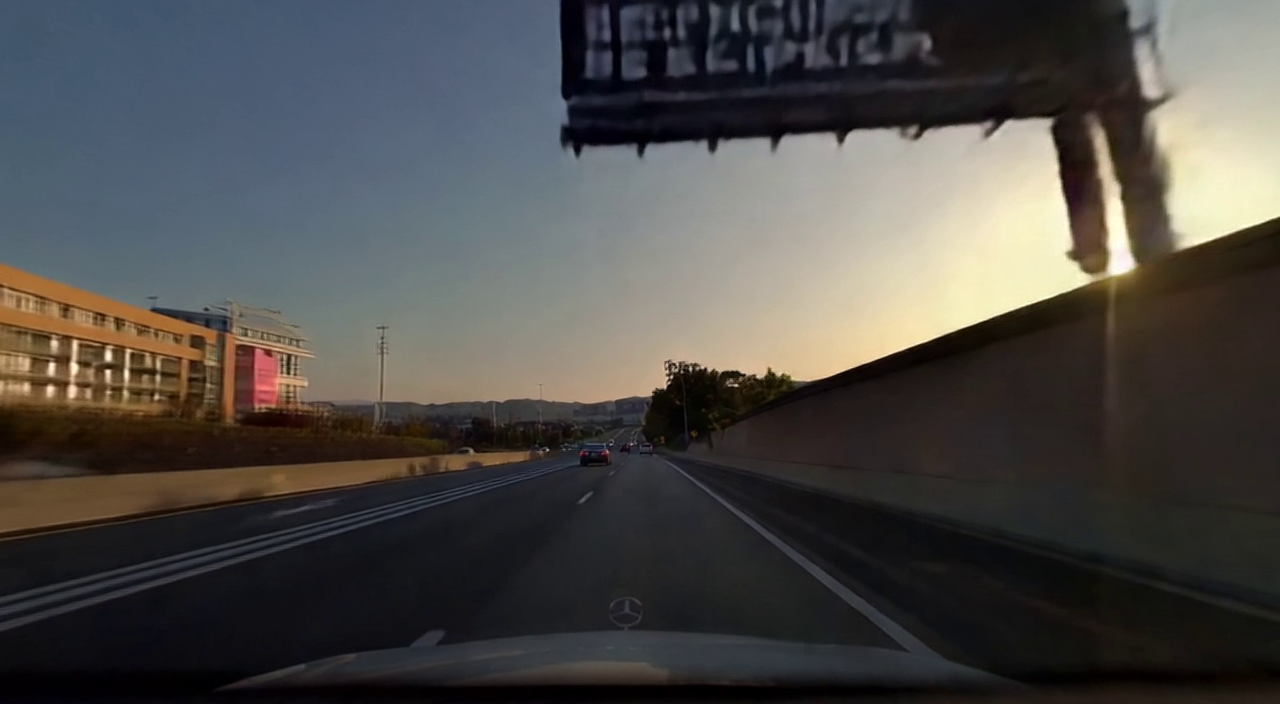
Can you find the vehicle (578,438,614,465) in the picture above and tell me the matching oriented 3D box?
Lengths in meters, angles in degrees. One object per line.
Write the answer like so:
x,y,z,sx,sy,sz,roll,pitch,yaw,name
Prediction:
-3.082,7.138,45.426,2.159,1.793,5.027,-1,-8,1,vehicle
